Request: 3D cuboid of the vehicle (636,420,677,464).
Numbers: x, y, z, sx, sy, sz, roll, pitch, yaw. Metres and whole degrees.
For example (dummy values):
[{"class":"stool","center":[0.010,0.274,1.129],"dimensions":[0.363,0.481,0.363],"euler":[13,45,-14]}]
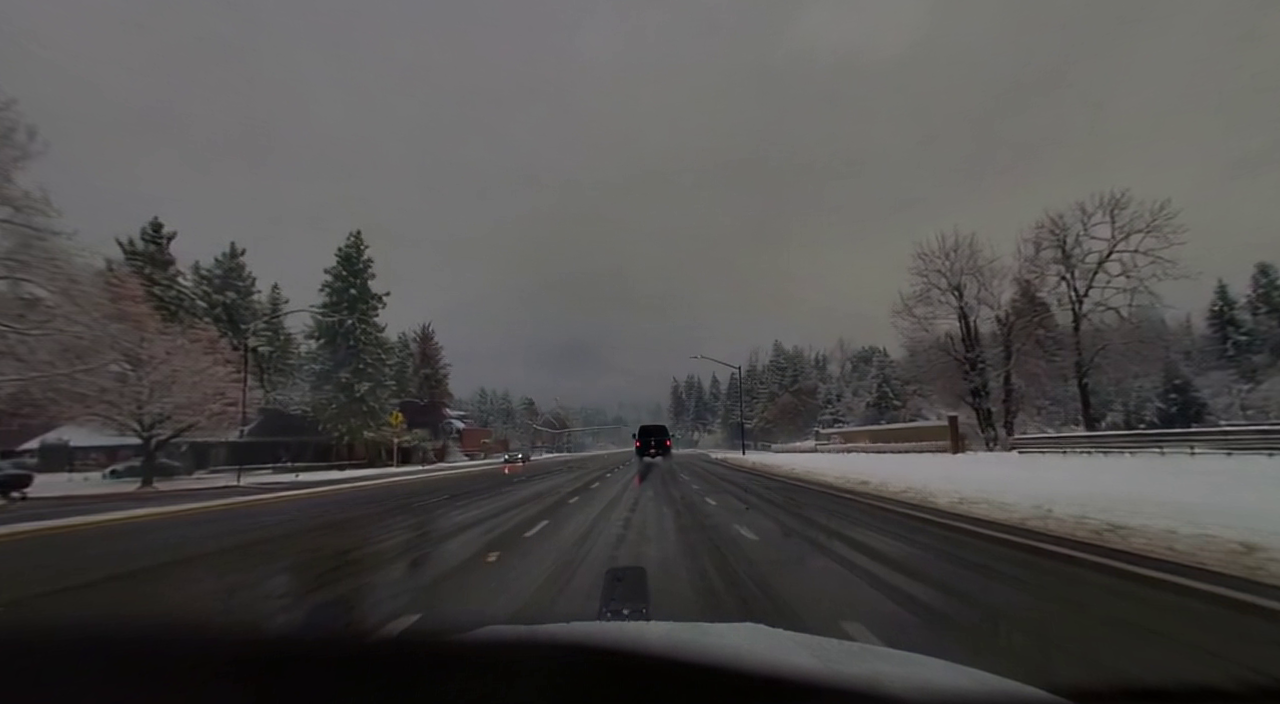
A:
[{"class":"vehicle","center":[1.177,7.128,49.960],"dimensions":[2.843,3.120,10.422],"euler":[0,-8,0]}]
